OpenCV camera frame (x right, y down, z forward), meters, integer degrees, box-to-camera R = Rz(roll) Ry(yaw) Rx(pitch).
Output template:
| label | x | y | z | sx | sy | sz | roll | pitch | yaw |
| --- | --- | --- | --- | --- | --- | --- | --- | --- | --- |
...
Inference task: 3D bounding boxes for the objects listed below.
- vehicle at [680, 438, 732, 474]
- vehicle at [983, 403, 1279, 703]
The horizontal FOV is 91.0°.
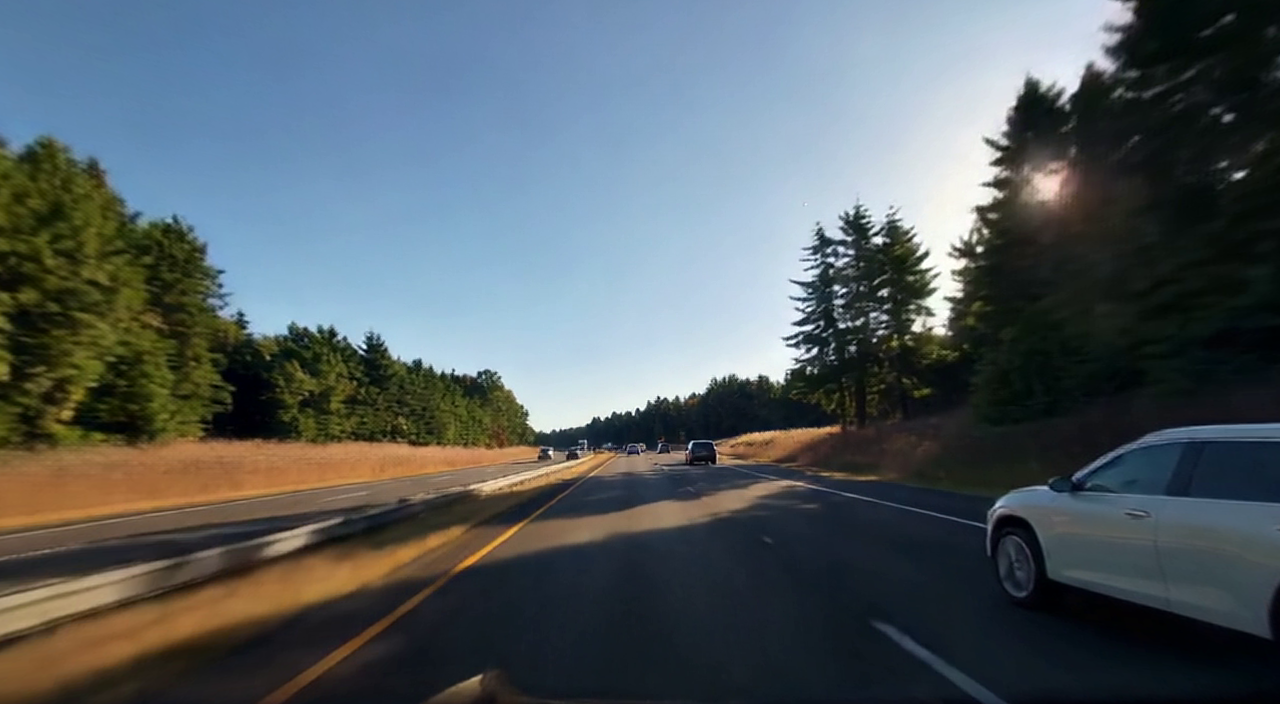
| label | x | y | z | sx | sy | sz | roll | pitch | yaw |
| --- | --- | --- | --- | --- | --- | --- | --- | --- | --- |
| vehicle | 3.282 | 5.227 | 31.981 | 2.043 | 1.673 | 4.016 | 0 | -8 | -3 |
| vehicle | 3.873 | 1.006 | 3.007 | 1.999 | 1.501 | 4.221 | 0 | -8 | -1 |
